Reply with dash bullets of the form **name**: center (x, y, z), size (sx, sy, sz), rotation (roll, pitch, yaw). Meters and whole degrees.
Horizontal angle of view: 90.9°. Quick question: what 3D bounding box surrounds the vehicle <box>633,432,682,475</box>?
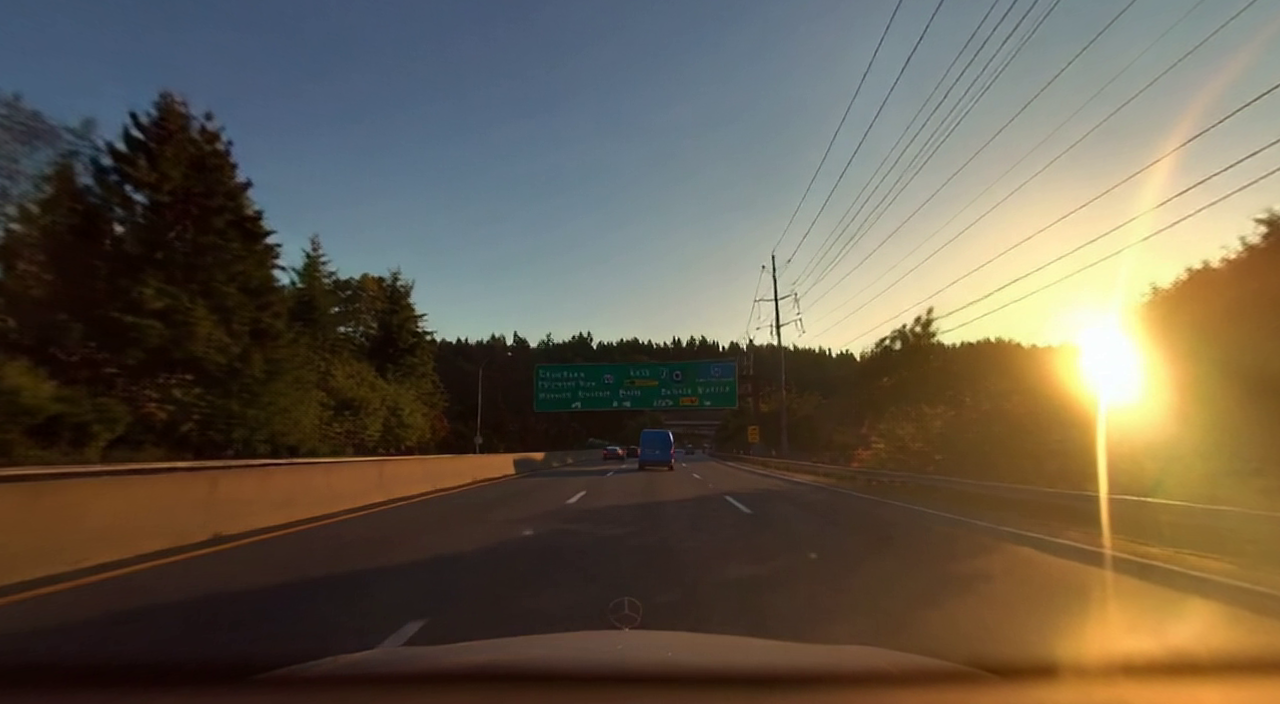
- **vehicle**: center (0.903, 5.114, 31.895), size (2.261, 1.969, 5.104), rotation (0, -9, 2)
